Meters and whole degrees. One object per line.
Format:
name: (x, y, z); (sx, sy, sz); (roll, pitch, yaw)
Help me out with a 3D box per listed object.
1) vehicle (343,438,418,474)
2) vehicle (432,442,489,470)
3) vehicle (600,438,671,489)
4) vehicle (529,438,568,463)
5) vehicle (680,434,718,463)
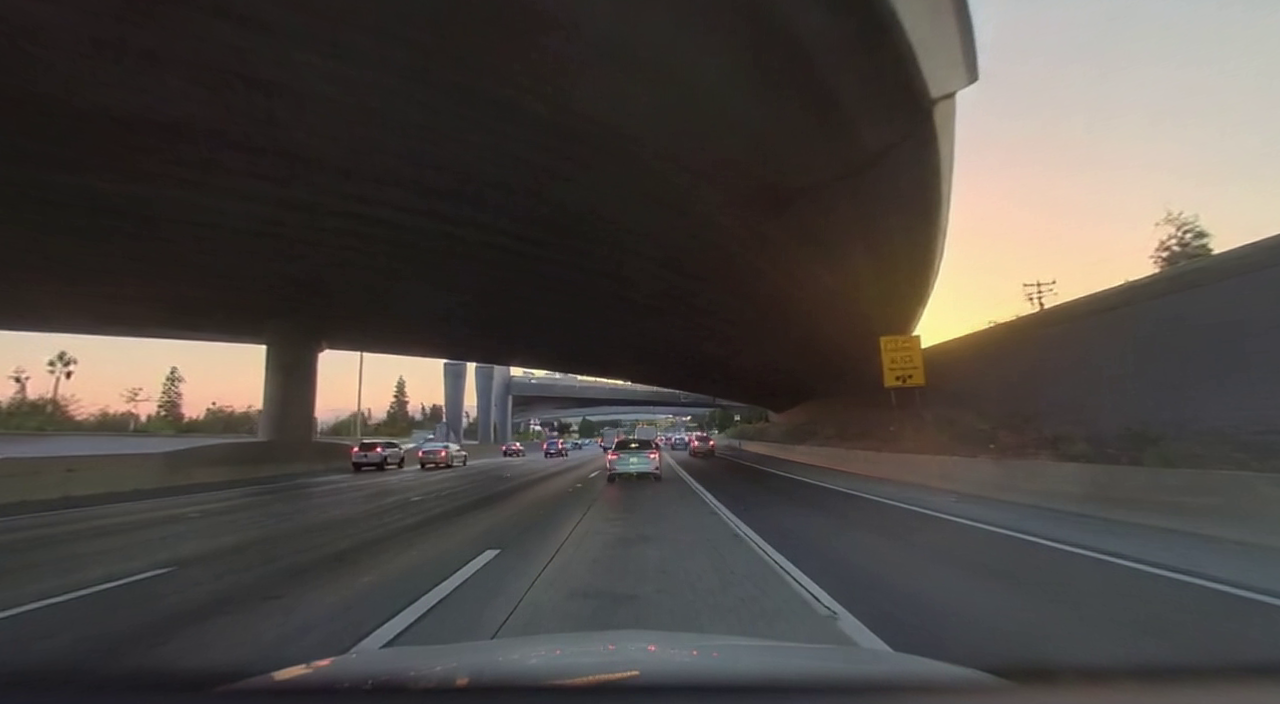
vehicle: (-13.569, 5.459, 33.319); (2.045, 1.712, 4.457); (0, -8, 1)
vehicle: (-10.283, 5.970, 36.452); (1.961, 1.510, 4.260); (0, -8, 1)
vehicle: (-0.090, 3.542, 20.354); (2.042, 1.446, 4.269); (0, -8, 1)
vehicle: (-6.485, 7.018, 45.170); (2.060, 1.669, 4.242); (0, -8, 1)
vehicle: (3.765, 6.309, 41.211); (2.001, 1.771, 4.250); (0, -8, -1)
